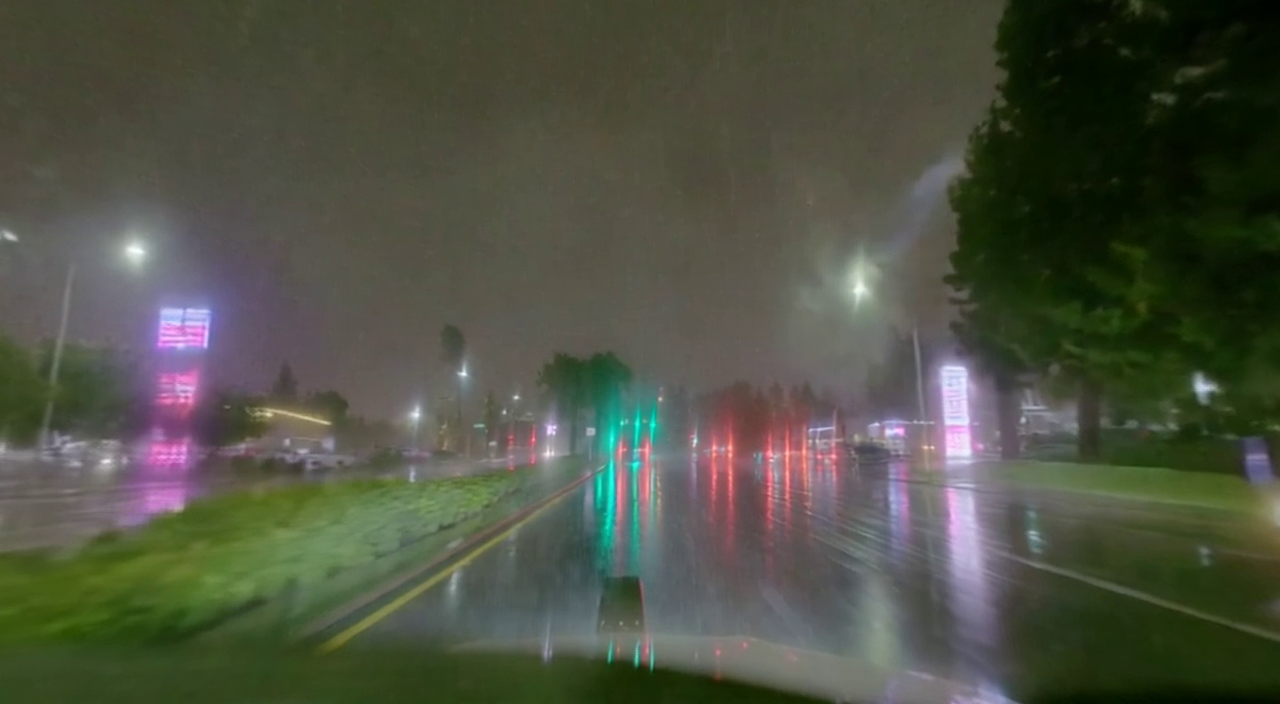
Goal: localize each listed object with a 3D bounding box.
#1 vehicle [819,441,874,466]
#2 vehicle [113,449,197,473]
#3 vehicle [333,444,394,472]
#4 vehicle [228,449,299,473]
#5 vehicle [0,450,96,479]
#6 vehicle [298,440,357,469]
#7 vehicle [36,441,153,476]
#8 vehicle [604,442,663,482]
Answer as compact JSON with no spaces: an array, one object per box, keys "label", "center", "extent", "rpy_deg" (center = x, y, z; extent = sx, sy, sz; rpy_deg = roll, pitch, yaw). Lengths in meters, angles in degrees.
[{"label":"vehicle","center":[15.709,7.775,48.373],"extent":[2.377,1.783,5.145],"rpy_deg":[0,-8,-1]},{"label":"vehicle","center":[-32.909,7.356,42.912],"extent":[4.303,1.464,1.799],"rpy_deg":[8,-11,-42]},{"label":"vehicle","center":[-19.490,7.483,44.840],"extent":[2.129,1.794,4.967],"rpy_deg":[-2,-8,-1]},{"label":"vehicle","center":[-24.173,6.991,40.753],"extent":[1.915,1.460,4.717],"rpy_deg":[0,-8,-4]},{"label":"vehicle","center":[-32.983,6.141,34.584],"extent":[4.686,1.478,1.801],"rpy_deg":[7,-11,-41]},{"label":"vehicle","center":[-24.280,8.006,49.294],"extent":[2.202,2.103,4.899],"rpy_deg":[0,-9,-1]},{"label":"vehicle","center":[-33.020,6.412,38.357],"extent":[5.124,2.003,2.233],"rpy_deg":[8,-11,-42]},{"label":"vehicle","center":[-0.277,4.383,25.435],"extent":[2.185,1.473,3.925],"rpy_deg":[0,-8,-1]}]
